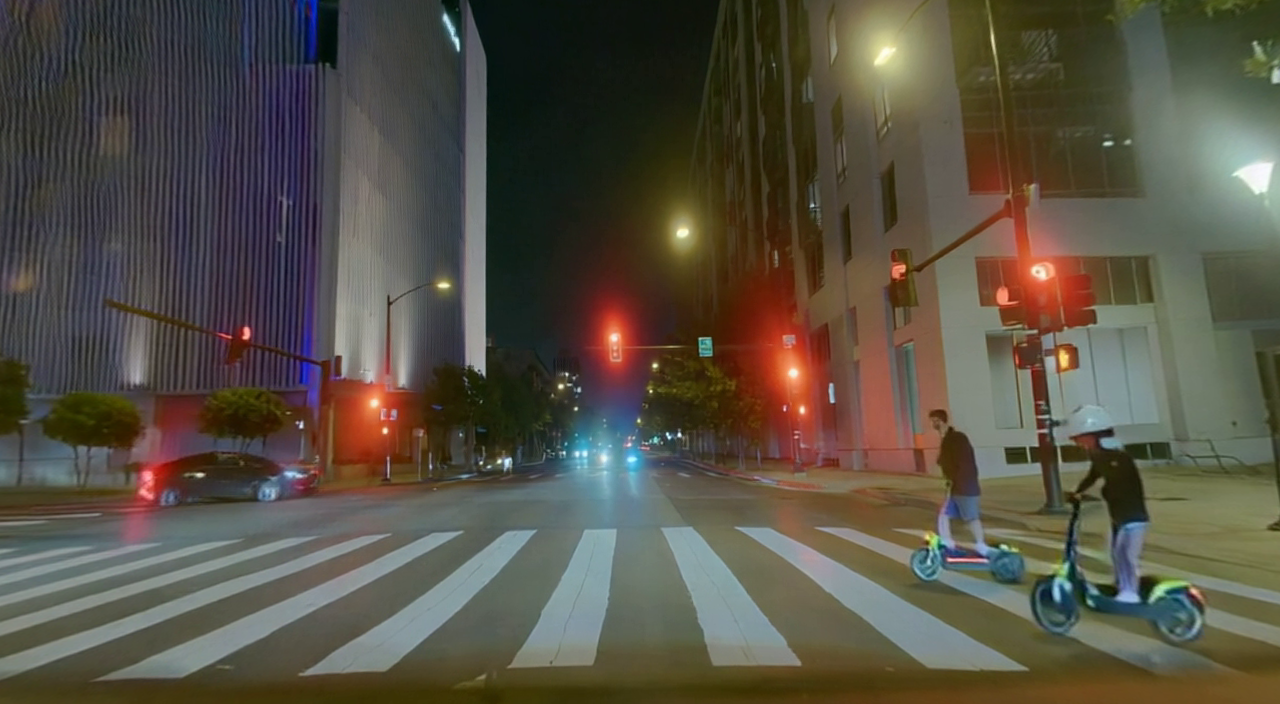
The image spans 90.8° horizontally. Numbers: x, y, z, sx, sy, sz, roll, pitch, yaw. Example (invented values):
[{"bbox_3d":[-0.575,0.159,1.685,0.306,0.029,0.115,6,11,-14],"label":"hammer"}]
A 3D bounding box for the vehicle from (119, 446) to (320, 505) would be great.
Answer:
[{"bbox_3d":[-12.749,3.752,19.537,4.641,1.616,2.051,1,-9,-11],"label":"vehicle"}]
